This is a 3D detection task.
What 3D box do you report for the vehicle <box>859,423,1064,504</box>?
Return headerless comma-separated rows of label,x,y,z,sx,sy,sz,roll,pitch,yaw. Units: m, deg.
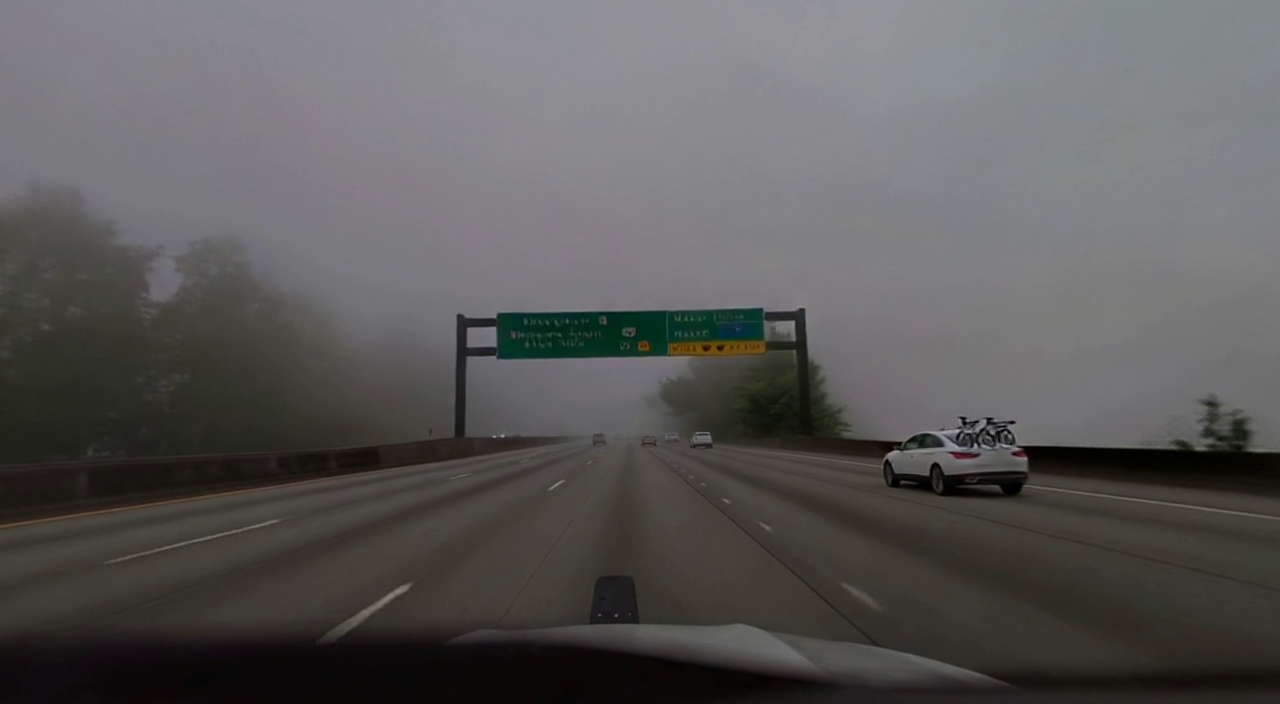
vehicle,6.938,2.424,14.366,2.034,1.511,4.785,0,-8,-2
